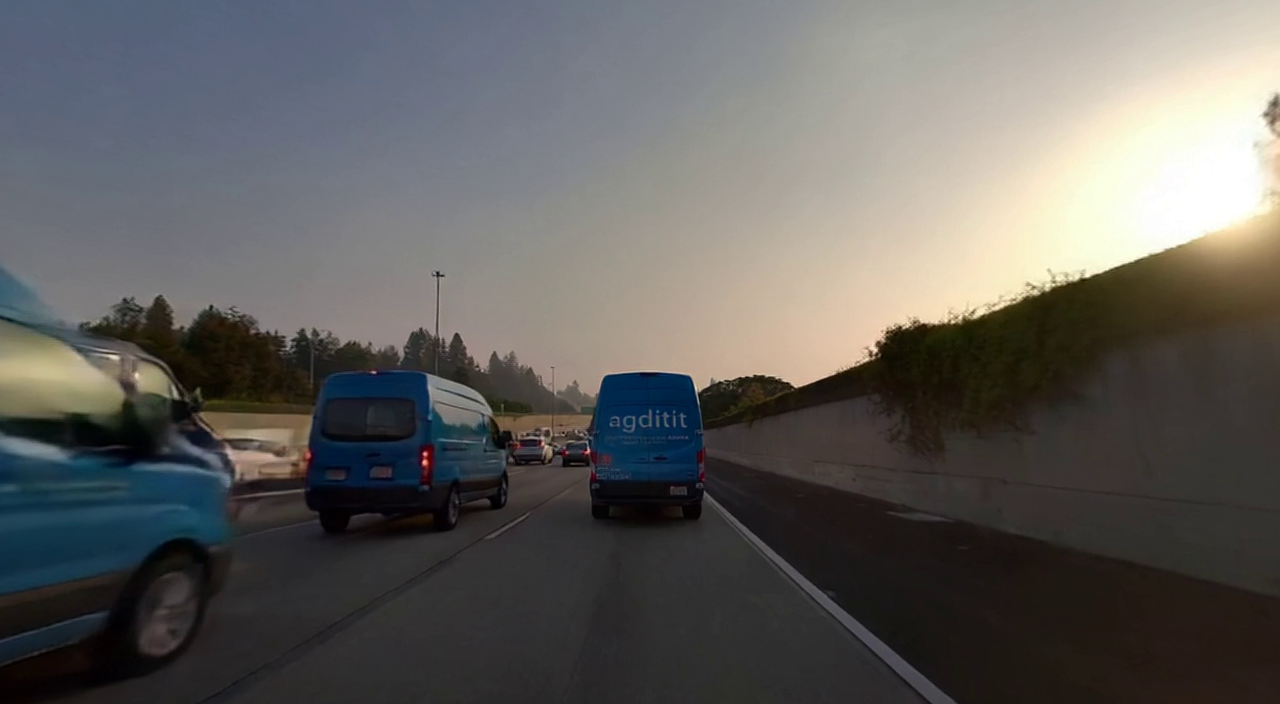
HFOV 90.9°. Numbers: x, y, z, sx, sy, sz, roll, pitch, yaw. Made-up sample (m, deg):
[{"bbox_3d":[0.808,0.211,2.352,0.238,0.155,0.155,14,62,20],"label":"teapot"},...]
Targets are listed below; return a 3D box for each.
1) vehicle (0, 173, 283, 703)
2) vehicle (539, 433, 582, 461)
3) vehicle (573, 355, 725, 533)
[{"bbox_3d":[-3.818,0.424,1.658,2.729,2.439,5.418,0,-8,-3],"label":"vehicle"},{"bbox_3d":[-5.969,7.262,48.194,2.302,2.007,5.490,-1,-8,3],"label":"vehicle"},{"bbox_3d":[0.114,1.871,12.981,2.316,2.738,6.398,0,-9,0],"label":"vehicle"}]
